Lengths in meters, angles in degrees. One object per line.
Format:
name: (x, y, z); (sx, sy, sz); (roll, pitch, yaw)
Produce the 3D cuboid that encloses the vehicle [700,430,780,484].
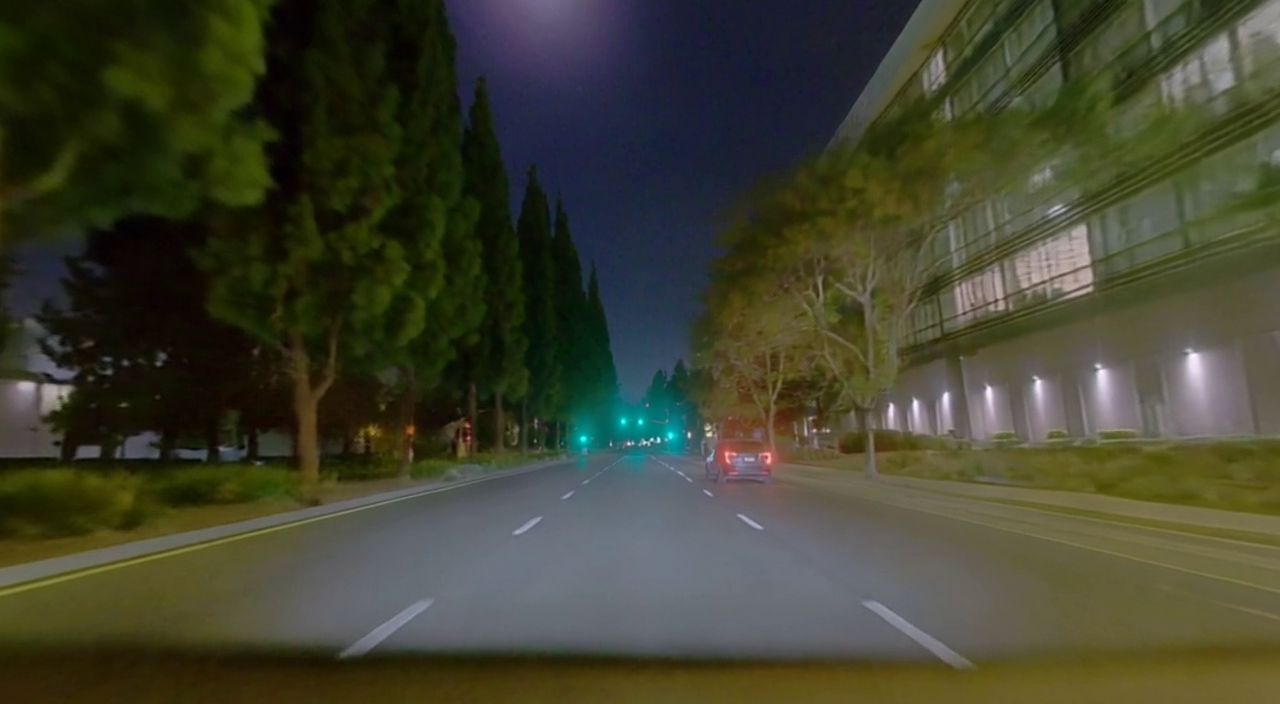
vehicle: (3.474, 3.729, 22.760); (2.083, 1.743, 4.354); (0, -8, -1)
